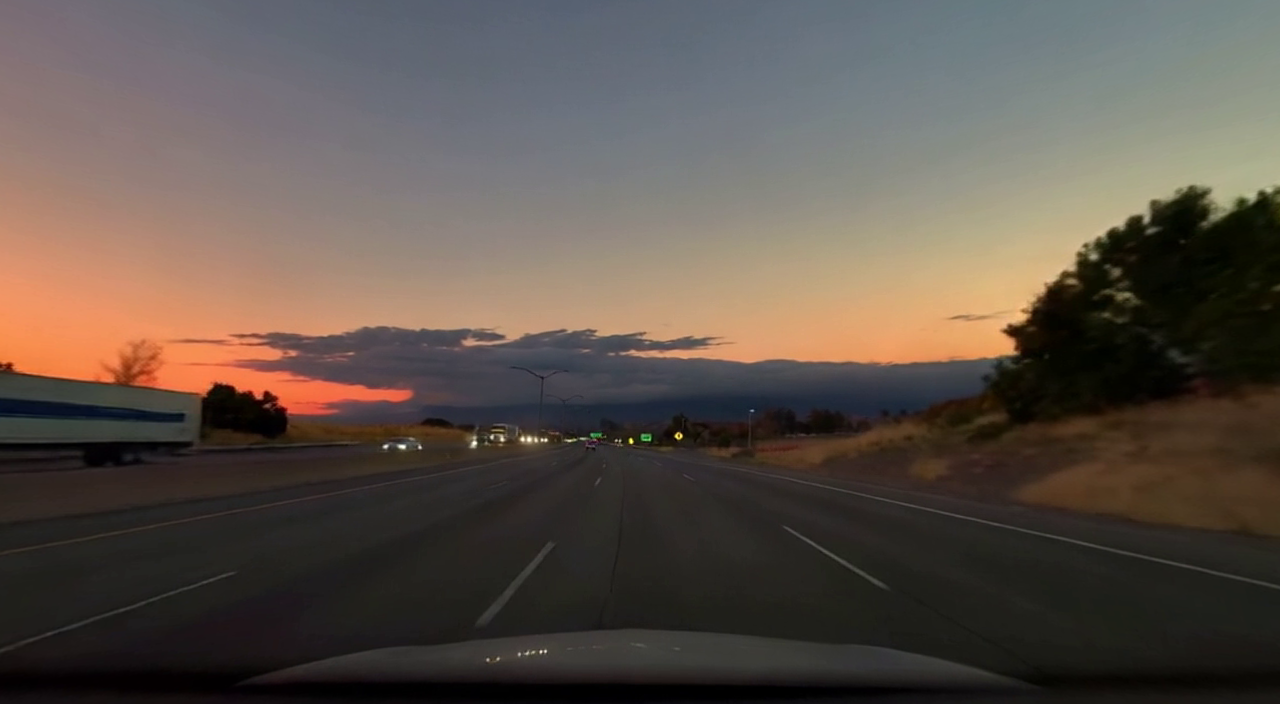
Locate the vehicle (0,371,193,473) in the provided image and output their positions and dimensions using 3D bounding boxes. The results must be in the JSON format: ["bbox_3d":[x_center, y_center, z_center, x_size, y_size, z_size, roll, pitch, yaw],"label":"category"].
[{"bbox_3d":[-27.840,3.348,29.055,2.903,4.123,16.626,0,-8,-2],"label":"vehicle"}]
